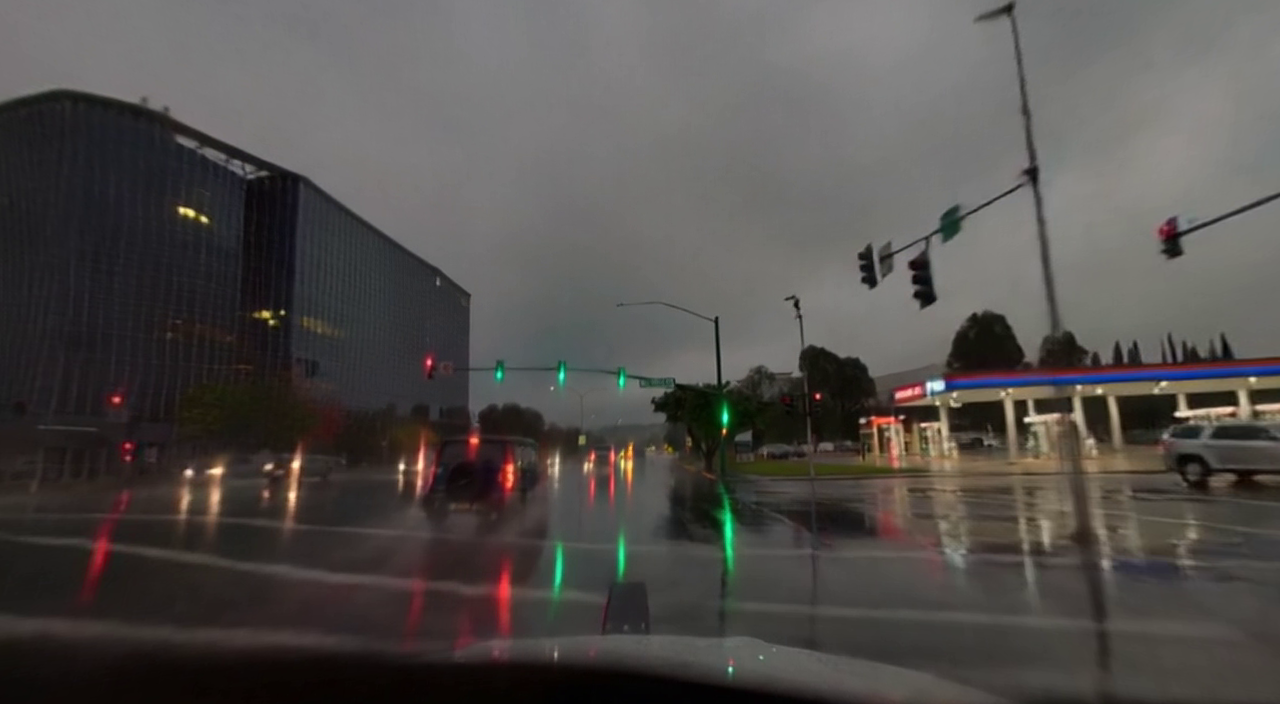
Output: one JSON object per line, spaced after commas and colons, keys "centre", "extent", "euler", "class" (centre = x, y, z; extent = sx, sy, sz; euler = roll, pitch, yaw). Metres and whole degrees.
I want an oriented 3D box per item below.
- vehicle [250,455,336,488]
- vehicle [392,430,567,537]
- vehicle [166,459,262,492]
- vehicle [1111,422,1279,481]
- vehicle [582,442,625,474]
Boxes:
{"centre": [-20.042, 6.880, 36.678], "extent": [2.016, 1.697, 4.963], "euler": [0, -8, 2], "class": "vehicle"}
{"centre": [-2.899, 2.486, 12.595], "extent": [2.183, 1.731, 4.338], "euler": [0, -8, 2], "class": "vehicle"}
{"centre": [-23.503, 6.806, 35.041], "extent": [2.042, 1.631, 4.557], "euler": [0, -8, 2], "class": "vehicle"}
{"centre": [17.390, 2.845, 18.082], "extent": [5.708, 1.585, 2.070], "euler": [-3, -9, 19], "class": "vehicle"}
{"centre": [-2.563, 7.667, 45.918], "extent": [2.602, 2.091, 6.347], "euler": [0, -8, 2], "class": "vehicle"}
